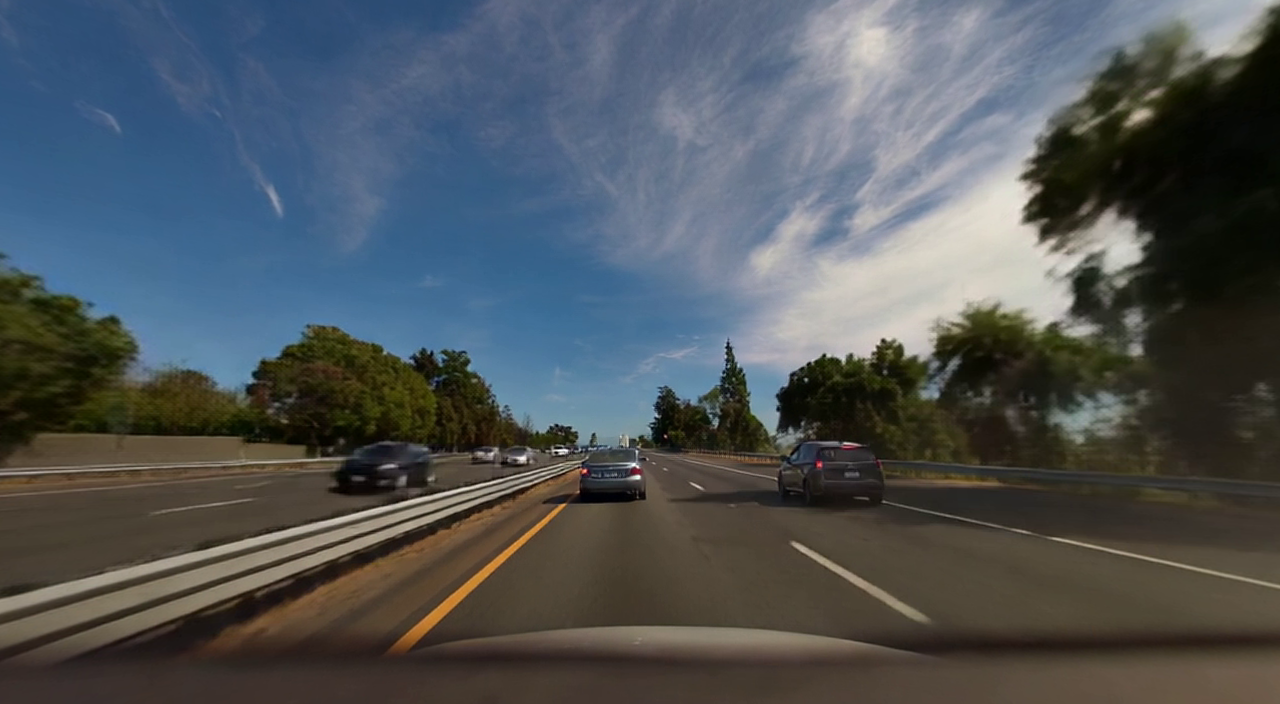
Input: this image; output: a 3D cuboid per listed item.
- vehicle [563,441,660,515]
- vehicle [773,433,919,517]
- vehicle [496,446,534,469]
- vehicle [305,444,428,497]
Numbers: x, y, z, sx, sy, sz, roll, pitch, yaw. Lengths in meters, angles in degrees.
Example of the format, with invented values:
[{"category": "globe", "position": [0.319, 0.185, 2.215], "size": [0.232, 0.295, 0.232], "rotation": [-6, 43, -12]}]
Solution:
[{"category": "vehicle", "position": [-0.600, 2.941, 15.123], "size": [2.013, 1.479, 4.169], "rotation": [0, -9, 0]}, {"category": "vehicle", "position": [4.328, 2.633, 13.859], "size": [1.910, 1.554, 3.718], "rotation": [0, -9, -1]}, {"category": "vehicle", "position": [-9.008, 7.621, 45.542], "size": [1.883, 1.531, 4.526], "rotation": [0, -9, -1]}, {"category": "vehicle", "position": [-8.630, 3.753, 20.285], "size": [1.927, 1.496, 4.600], "rotation": [0, -9, 0]}]
